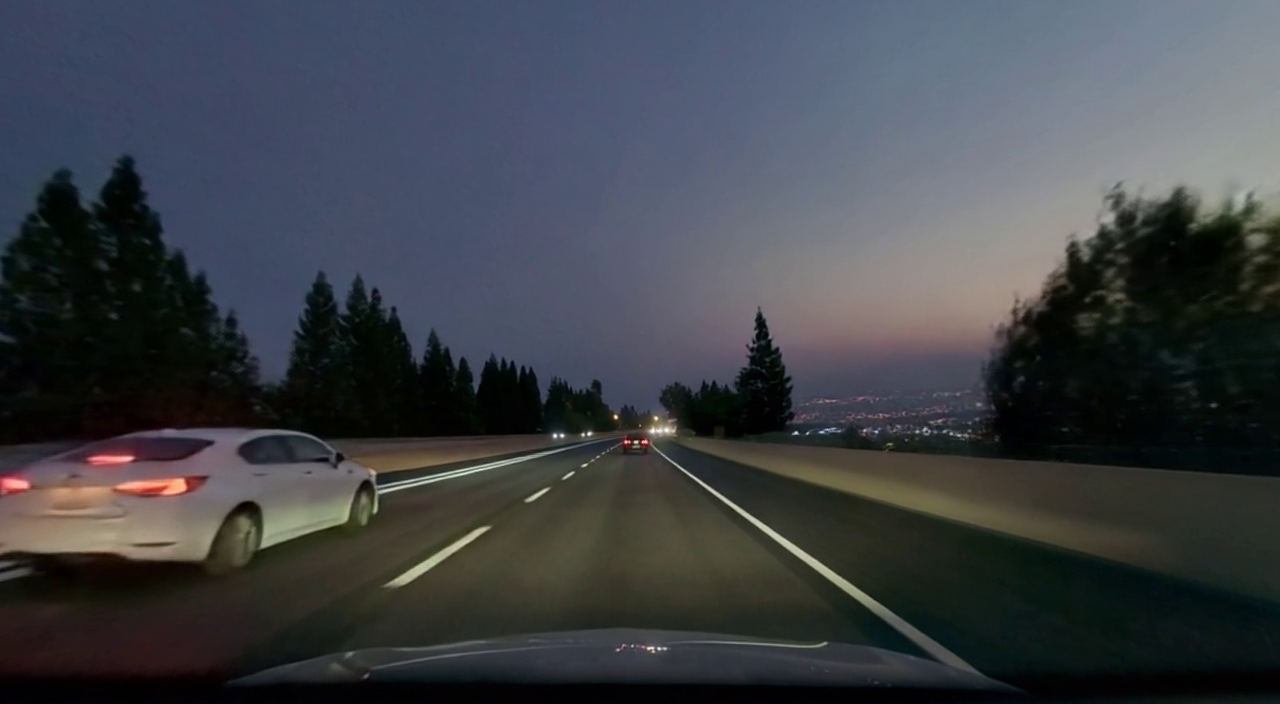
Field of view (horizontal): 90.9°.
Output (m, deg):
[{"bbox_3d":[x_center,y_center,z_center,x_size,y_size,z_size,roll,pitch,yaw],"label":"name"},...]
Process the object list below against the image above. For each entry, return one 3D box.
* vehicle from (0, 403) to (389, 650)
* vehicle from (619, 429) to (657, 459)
[{"bbox_3d":[-4.204,1.337,5.928,2.030,1.491,4.046,0,-8,0],"label":"vehicle"},{"bbox_3d":[-0.128,5.444,37.392,2.134,1.654,4.174,0,-8,0],"label":"vehicle"}]
